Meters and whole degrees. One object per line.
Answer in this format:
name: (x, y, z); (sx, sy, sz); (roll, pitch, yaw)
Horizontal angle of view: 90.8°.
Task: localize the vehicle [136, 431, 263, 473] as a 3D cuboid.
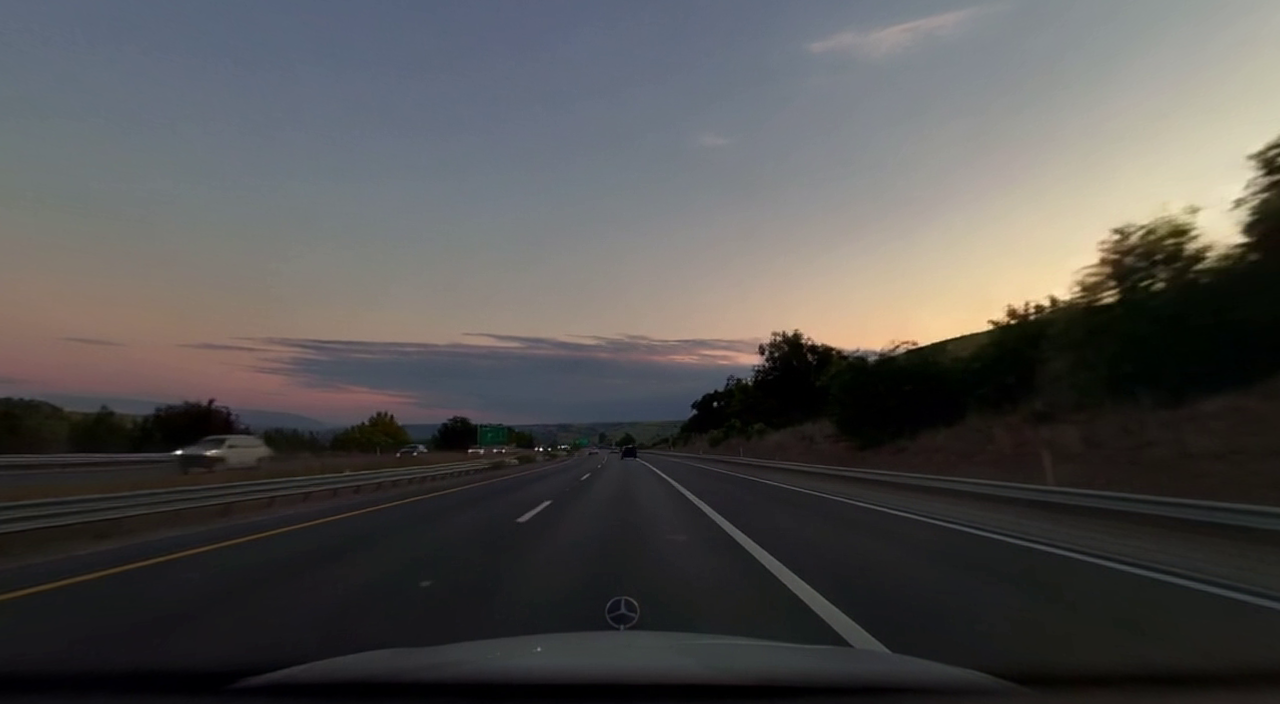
vehicle: (-17.632, 4.047, 25.564); (1.888, 1.530, 4.430); (0, -9, 0)
